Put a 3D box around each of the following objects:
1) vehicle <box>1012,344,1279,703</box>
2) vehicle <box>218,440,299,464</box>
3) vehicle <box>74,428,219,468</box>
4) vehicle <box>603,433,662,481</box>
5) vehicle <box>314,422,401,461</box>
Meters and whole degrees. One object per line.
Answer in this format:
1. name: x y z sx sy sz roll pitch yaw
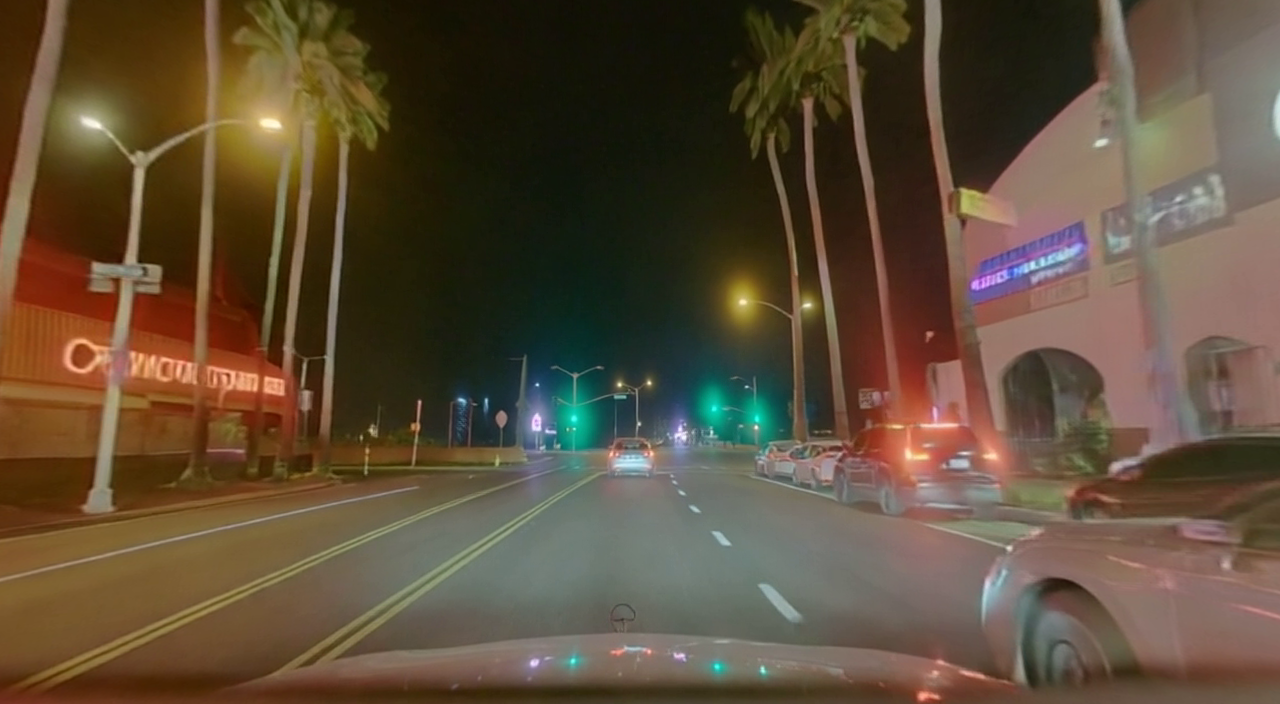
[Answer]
1. vehicle: 3.093 0.690 1.297 1.983 1.654 4.354 0 -8 0
2. vehicle: -29.145 7.625 48.397 1.863 1.733 4.974 -5 -9 26
3. vehicle: -32.639 6.365 42.173 2.562 2.387 6.989 -4 -9 29
4. vehicle: -0.302 4.013 24.377 2.063 1.664 4.471 0 -8 -1
5. vehicle: -20.913 6.673 47.041 2.198 2.684 5.751 -4 -9 25
